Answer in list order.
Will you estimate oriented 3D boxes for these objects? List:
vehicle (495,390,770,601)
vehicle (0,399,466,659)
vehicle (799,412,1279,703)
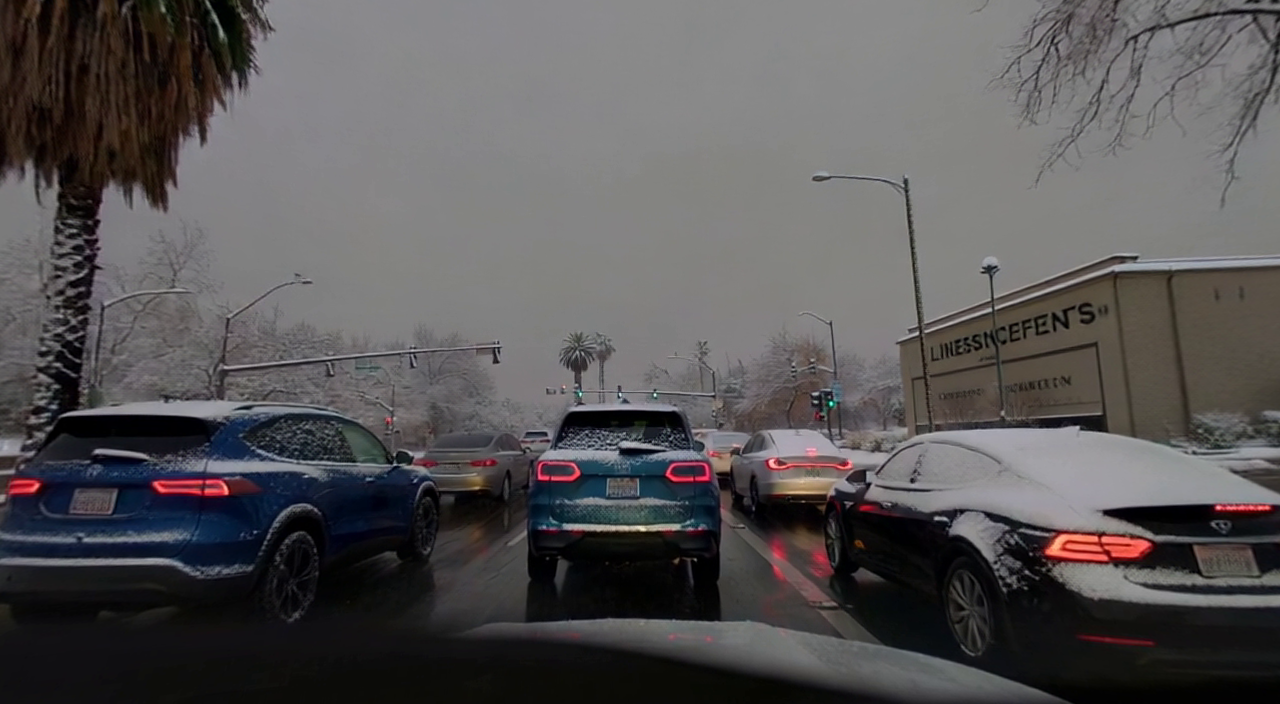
[{"bbox_3d":[-0.127,1.516,7.512,2.280,1.747,4.361,0,-8,-2],"label":"vehicle"},{"bbox_3d":[-3.360,1.382,6.052,2.014,1.534,4.455,0,-8,1],"label":"vehicle"},{"bbox_3d":[2.967,1.371,5.256,2.017,1.491,4.611,0,-8,-1],"label":"vehicle"}]
